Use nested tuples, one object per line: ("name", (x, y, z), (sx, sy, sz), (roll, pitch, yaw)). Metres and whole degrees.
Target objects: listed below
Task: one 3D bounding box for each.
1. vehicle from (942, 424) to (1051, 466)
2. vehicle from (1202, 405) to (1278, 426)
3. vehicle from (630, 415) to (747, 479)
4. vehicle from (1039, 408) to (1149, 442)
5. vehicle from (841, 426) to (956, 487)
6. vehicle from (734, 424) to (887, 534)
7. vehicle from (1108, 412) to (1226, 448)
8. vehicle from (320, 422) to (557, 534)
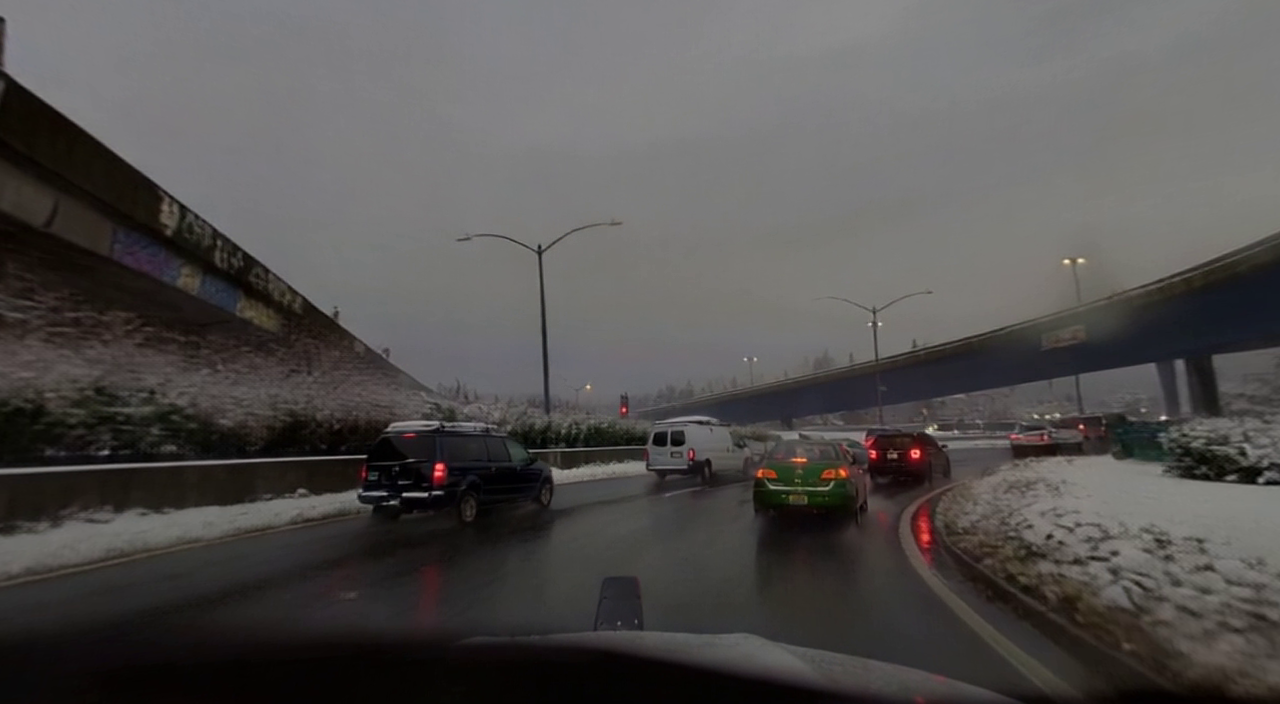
("vehicle", (13.419, 3.494, 23.553), (3.902, 1.446, 1.780), (5, -10, -31))
("vehicle", (43.538, 4.618, 45.546), (3.847, 1.499, 1.742), (-5, -8, 43))
("vehicle", (1.636, 3.048, 20.063), (1.835, 1.825, 4.005), (-7, -11, 36))
("vehicle", (23.201, 3.755, 32.077), (4.309, 1.613, 1.909), (1, -9, -8))
("vehicle", (7.547, 2.973, 18.064), (1.830, 1.519, 4.253), (-7, -11, 38))
("vehicle", (3.109, 2.095, 10.878), (2.064, 1.515, 3.722), (-4, -10, 22))
("vehicle", (22.861, 3.417, 27.231), (3.934, 1.485, 1.763), (2, -9, -12))
("vehicle", (-3.210, 2.113, 11.032), (1.921, 1.554, 4.081), (-3, -9, 17))
